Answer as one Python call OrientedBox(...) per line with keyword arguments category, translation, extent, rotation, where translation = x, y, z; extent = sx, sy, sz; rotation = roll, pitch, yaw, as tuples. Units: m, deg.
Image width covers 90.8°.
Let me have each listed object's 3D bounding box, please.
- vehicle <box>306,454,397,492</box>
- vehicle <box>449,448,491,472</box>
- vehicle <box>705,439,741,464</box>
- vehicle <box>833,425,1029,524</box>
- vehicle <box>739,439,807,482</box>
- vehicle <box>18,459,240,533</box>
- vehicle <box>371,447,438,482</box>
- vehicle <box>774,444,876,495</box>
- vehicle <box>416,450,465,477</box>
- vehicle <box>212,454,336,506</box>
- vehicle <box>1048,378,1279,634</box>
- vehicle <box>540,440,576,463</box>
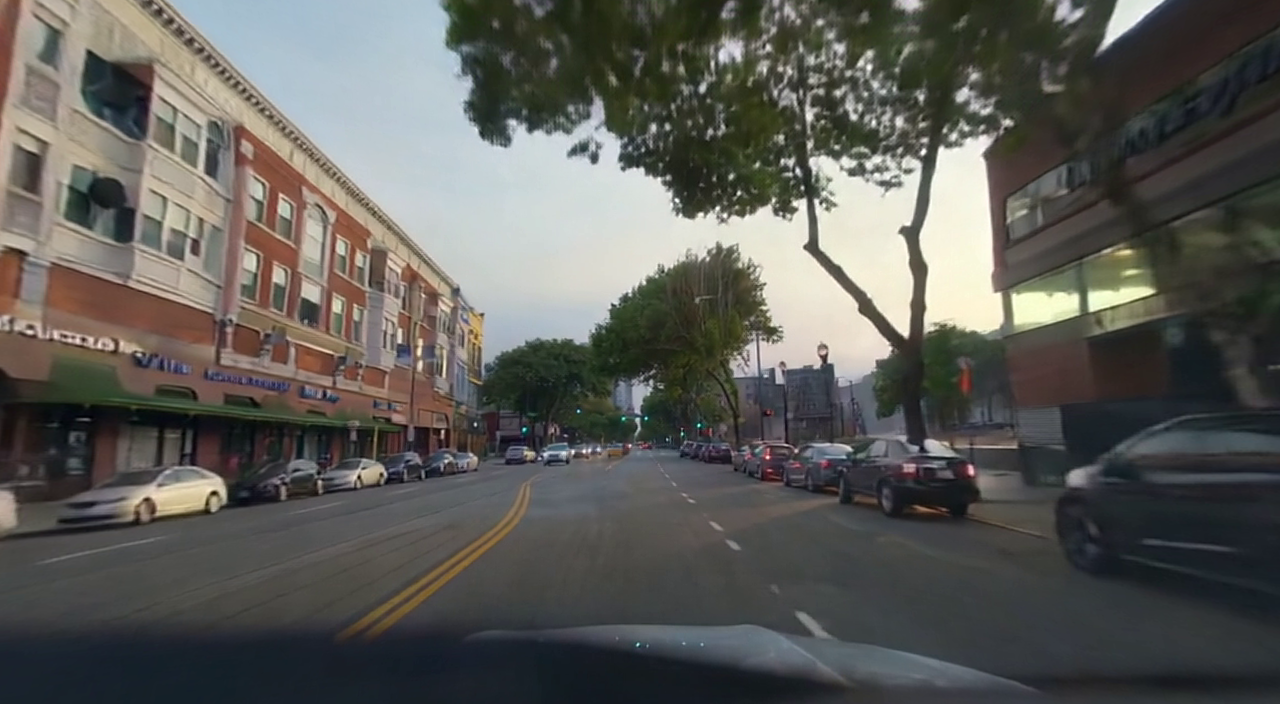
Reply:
OrientedBox(category="vehicle", translation=(-12.525, 5.261, 27.792), extent=(1.868, 1.418, 4.415), rotation=(-2, -9, 1))
OrientedBox(category="vehicle", translation=(-12.117, 7.687, 45.222), extent=(1.894, 1.654, 3.944), rotation=(0, -8, 0))
OrientedBox(category="vehicle", translation=(6.036, 7.282, 46.342), extent=(2.047, 1.720, 4.353), rotation=(0, -8, 0))
OrientedBox(category="vehicle", translation=(6.012, 2.569, 13.836), extent=(1.991, 1.771, 4.604), rotation=(0, -8, -1))
OrientedBox(category="vehicle", translation=(5.541, 4.575, 26.924), extent=(1.899, 1.642, 4.463), rotation=(0, -8, 0))
OrientedBox(category="vehicle", translation=(-12.620, 3.543, 16.119), extent=(1.927, 1.489, 4.572), rotation=(0, -8, -2))
OrientedBox(category="vehicle", translation=(-12.027, 5.747, 32.550), extent=(1.834, 1.643, 4.110), rotation=(0, -8, 1))
OrientedBox(category="vehicle", translation=(5.823, 3.722, 20.477), extent=(1.787, 1.463, 4.506), rotation=(0, -8, -2))
OrientedBox(category="vehicle", translation=(-12.445, 6.956, 39.565), extent=(1.774, 1.570, 3.900), rotation=(0, -8, 0))
OrientedBox(category="vehicle", translation=(-12.503, 4.365, 21.943), extent=(1.800, 1.532, 4.110), rotation=(0, -8, 0))
OrientedBox(category="vehicle", translation=(5.899, 1.218, 5.244), extent=(2.010, 1.943, 4.319), rotation=(-2, -9, -1))
OrientedBox(category="vehicle", translation=(-6.368, 7.788, 49.541), extent=(2.095, 1.759, 4.413), rotation=(0, -8, 1))
